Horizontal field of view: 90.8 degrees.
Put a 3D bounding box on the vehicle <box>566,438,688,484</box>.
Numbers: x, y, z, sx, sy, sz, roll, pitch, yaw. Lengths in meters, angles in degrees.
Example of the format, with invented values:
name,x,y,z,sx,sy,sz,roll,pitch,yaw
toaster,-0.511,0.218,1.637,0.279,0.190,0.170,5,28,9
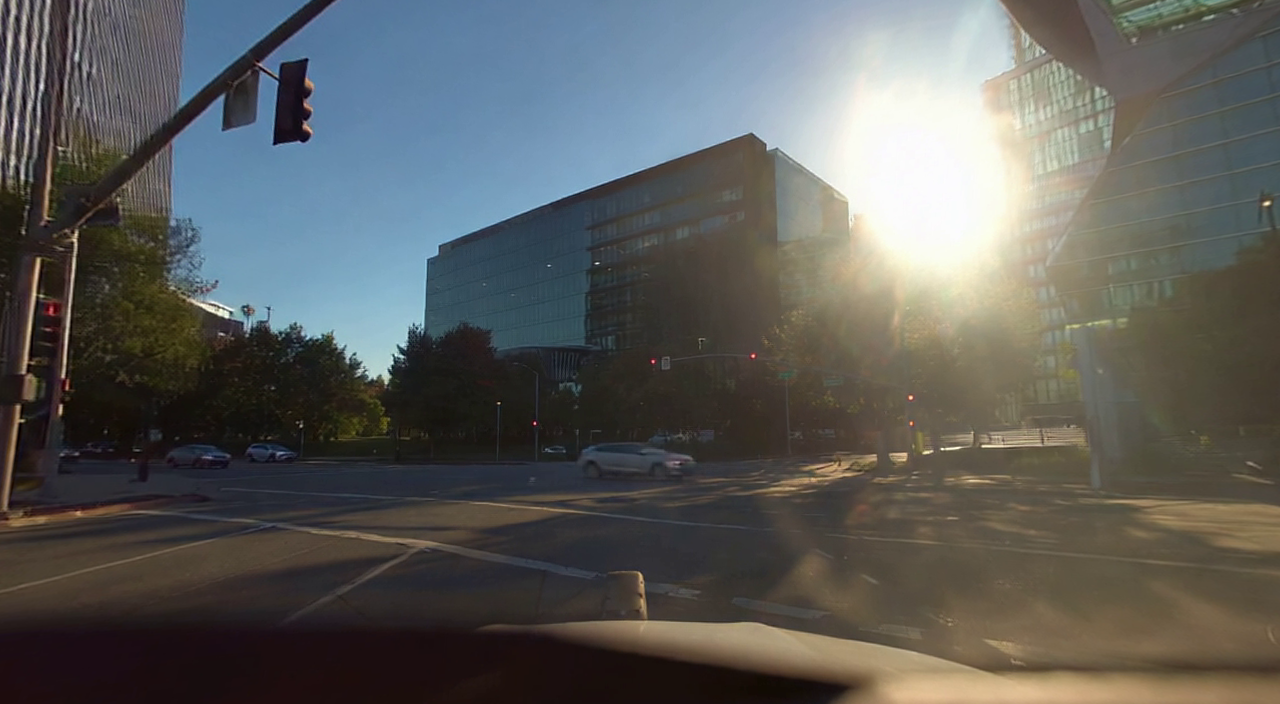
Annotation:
name,x,y,z,sx,sy,sz,roll,pitch,yaw
vehicle,-0.522,3.915,23.025,4.110,1.511,1.883,-7,-11,36

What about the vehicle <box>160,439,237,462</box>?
name,x,y,z,sx,sy,sz,roll,pitch,yaw
vehicle,-30.784,6.879,43.965,5.408,1.505,2.091,-5,-10,28
